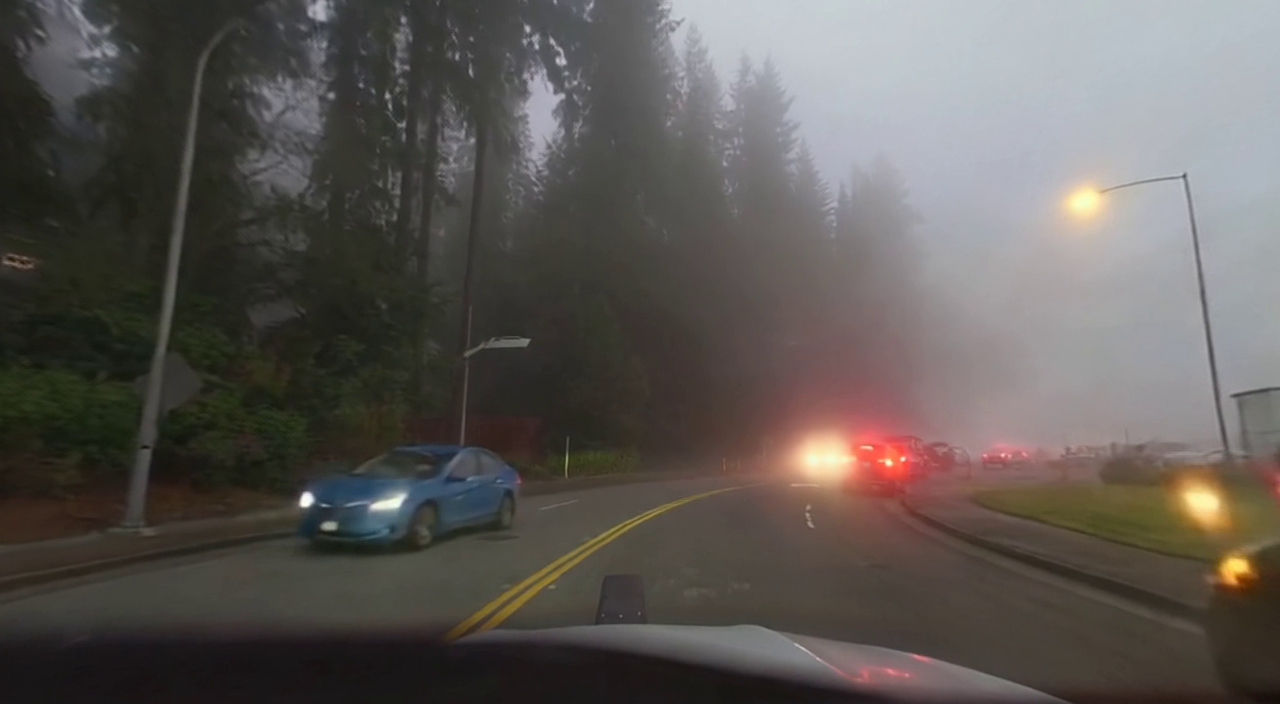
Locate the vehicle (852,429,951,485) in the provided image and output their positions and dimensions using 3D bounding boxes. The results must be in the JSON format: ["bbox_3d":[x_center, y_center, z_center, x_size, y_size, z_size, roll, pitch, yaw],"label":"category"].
[{"bbox_3d":[13.826,5.340,33.081,3.098,2.601,6.758,-6,-9,36],"label":"vehicle"}]

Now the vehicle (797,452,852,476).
[{"bbox_3d":[12.203,7.305,41.557,1.933,1.428,4.449,-6,-10,37],"label":"vehicle"}]

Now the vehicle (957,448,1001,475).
[{"bbox_3d":[23.906,7.683,44.495,2.030,1.774,3.884,-6,-11,36],"label":"vehicle"}]

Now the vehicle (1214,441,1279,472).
[{"bbox_3d":[31.028,5.132,30.966,1.703,1.454,4.378,1,-9,1],"label":"vehicle"}]

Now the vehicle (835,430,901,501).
[{"bbox_3d":[7.906,3.879,21.928,1.913,2.241,3.024,-3,-9,20],"label":"vehicle"}]

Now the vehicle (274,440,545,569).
[{"bbox_3d":[-3.154,2.163,9.775,1.945,1.494,4.201,-1,-9,12],"label":"vehicle"}]
